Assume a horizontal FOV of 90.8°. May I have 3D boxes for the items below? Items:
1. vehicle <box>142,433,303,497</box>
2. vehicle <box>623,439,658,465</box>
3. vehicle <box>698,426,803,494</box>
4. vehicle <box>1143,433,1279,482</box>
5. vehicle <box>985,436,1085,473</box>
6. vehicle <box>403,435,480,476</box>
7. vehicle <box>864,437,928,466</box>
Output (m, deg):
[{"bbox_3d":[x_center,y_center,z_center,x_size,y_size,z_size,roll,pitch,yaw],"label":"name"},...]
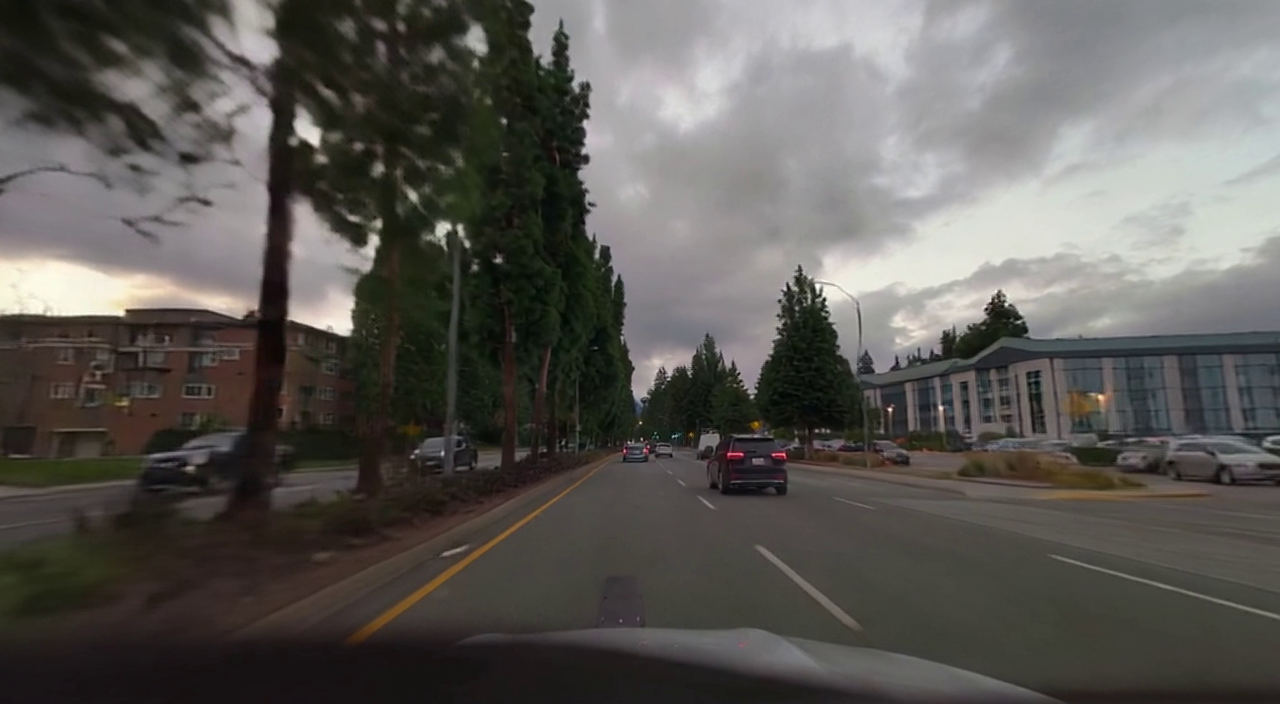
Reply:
[{"bbox_3d":[-12.658,3.434,19.600,1.937,1.737,4.398,0,-9,0],"label":"vehicle"},{"bbox_3d":[0.000,6.358,40.431,2.145,1.572,4.021,0,-9,-1],"label":"vehicle"},{"bbox_3d":[3.173,3.248,19.341,2.235,1.806,4.818,0,-9,-2],"label":"vehicle"},{"bbox_3d":[20.631,3.670,22.097,4.475,1.592,1.841,0,-9,-1],"label":"vehicle"},{"bbox_3d":[19.248,4.990,31.034,1.936,1.659,4.365,0,-9,-3],"label":"vehicle"},{"bbox_3d":[-9.193,4.823,29.697,2.093,1.728,4.735,0,-9,0],"label":"vehicle"},{"bbox_3d":[15.880,6.195,39.482,1.812,1.687,4.579,1,-9,-4],"label":"vehicle"}]
